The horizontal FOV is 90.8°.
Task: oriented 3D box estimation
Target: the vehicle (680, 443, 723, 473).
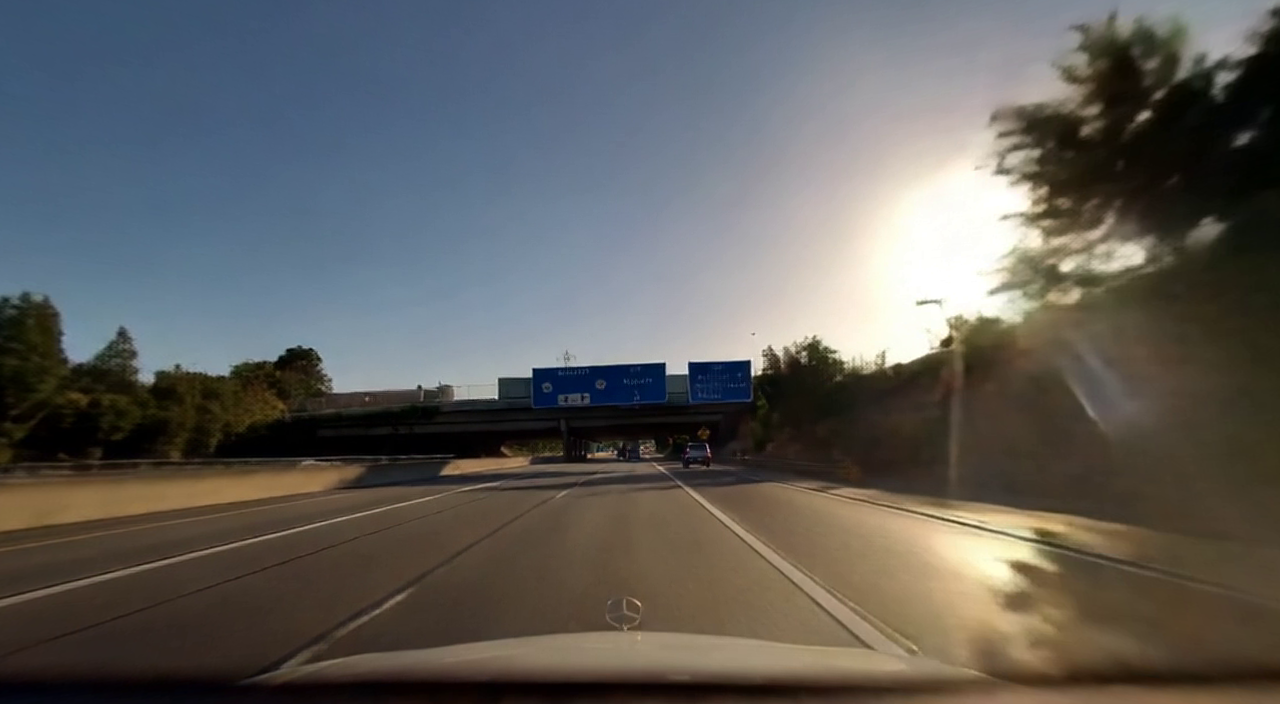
[{"bbox_3d":[3.753,6.559,39.326,2.133,1.746,4.511,0,-9,0],"label":"vehicle"}]
